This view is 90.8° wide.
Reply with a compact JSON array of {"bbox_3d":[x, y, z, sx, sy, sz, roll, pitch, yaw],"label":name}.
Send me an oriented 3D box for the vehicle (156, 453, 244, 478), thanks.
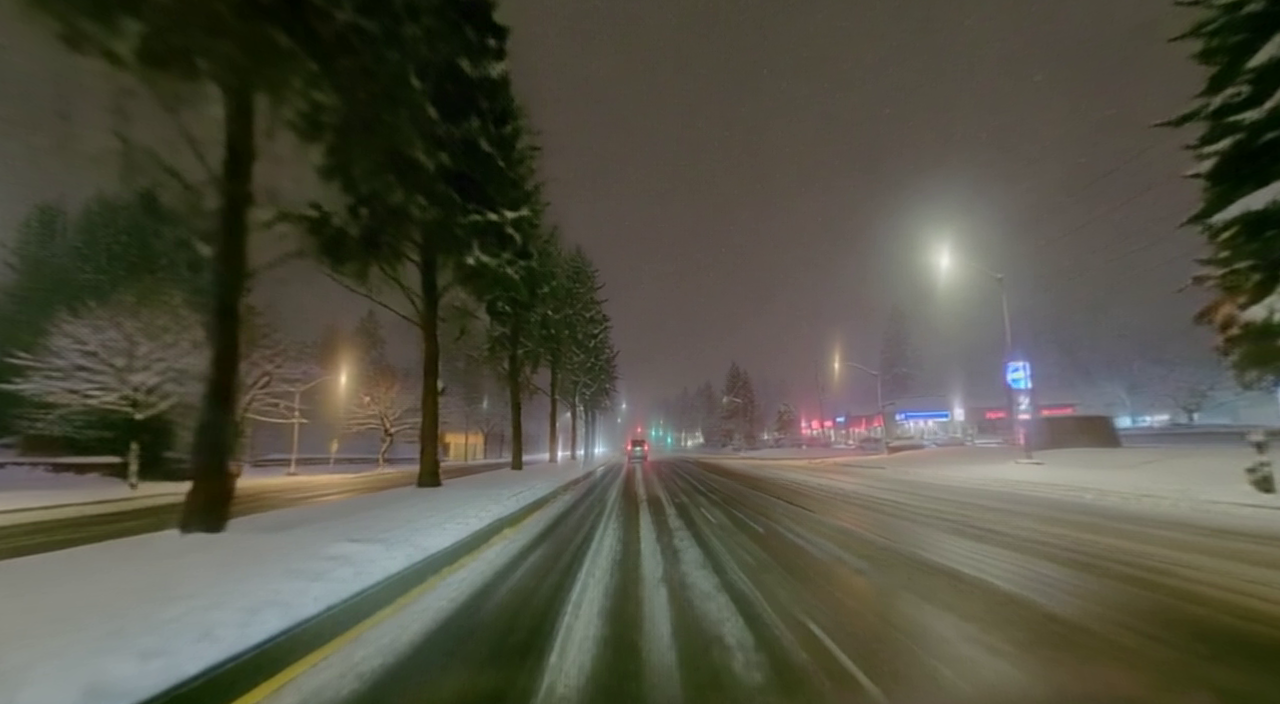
[{"bbox_3d":[-29.794,7.704,42.856,4.408,1.568,2.052,0,-9,-1],"label":"vehicle"}]
